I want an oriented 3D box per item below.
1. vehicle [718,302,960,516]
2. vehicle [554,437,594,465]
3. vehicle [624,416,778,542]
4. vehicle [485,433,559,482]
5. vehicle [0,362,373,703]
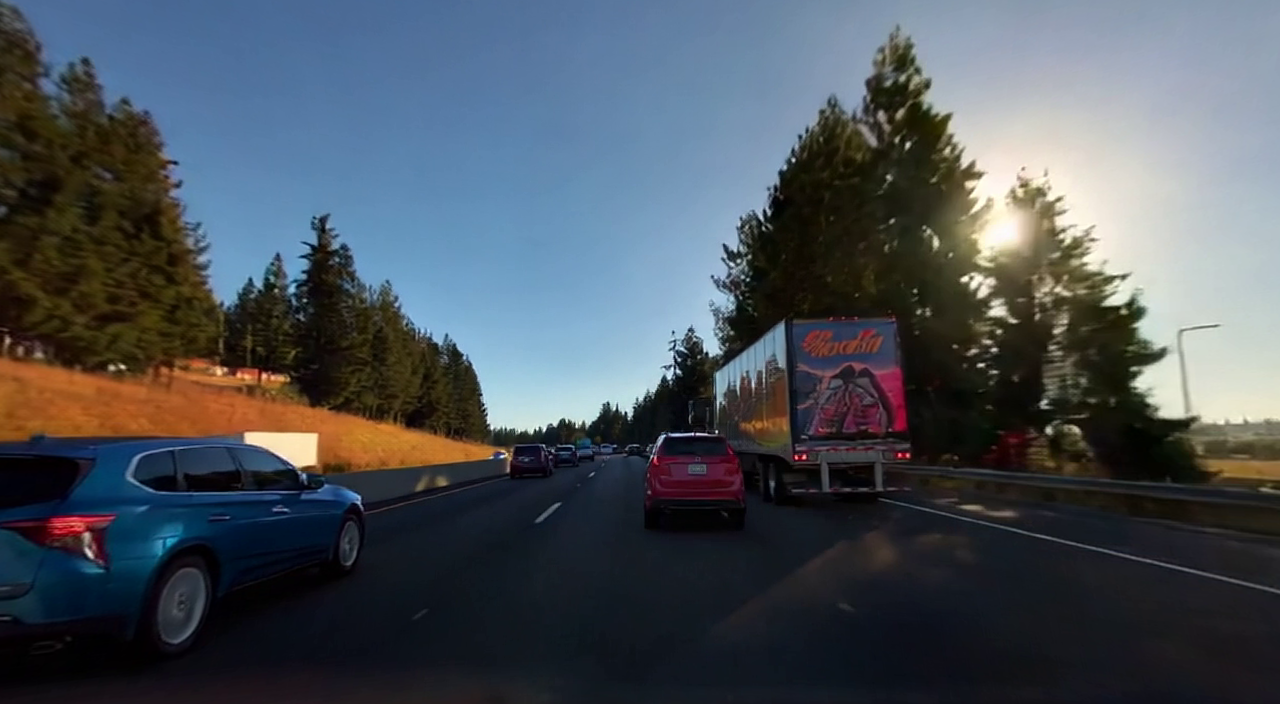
[{"bbox_3d":[4.627,2.050,19.060,2.828,4.081,14.220,0,-8,1],"label":"vehicle"},{"bbox_3d":[-4.156,6.319,40.307,2.014,1.683,4.275,0,-8,1],"label":"vehicle"},{"bbox_3d":[0.768,1.955,10.249,2.017,1.662,3.543,0,-8,-2],"label":"vehicle"},{"bbox_3d":[-4.191,3.809,22.991,1.905,1.642,3.803,0,-8,1],"label":"vehicle"},{"bbox_3d":[-3.982,1.131,4.657,1.983,1.666,4.452,0,-8,1],"label":"vehicle"}]
